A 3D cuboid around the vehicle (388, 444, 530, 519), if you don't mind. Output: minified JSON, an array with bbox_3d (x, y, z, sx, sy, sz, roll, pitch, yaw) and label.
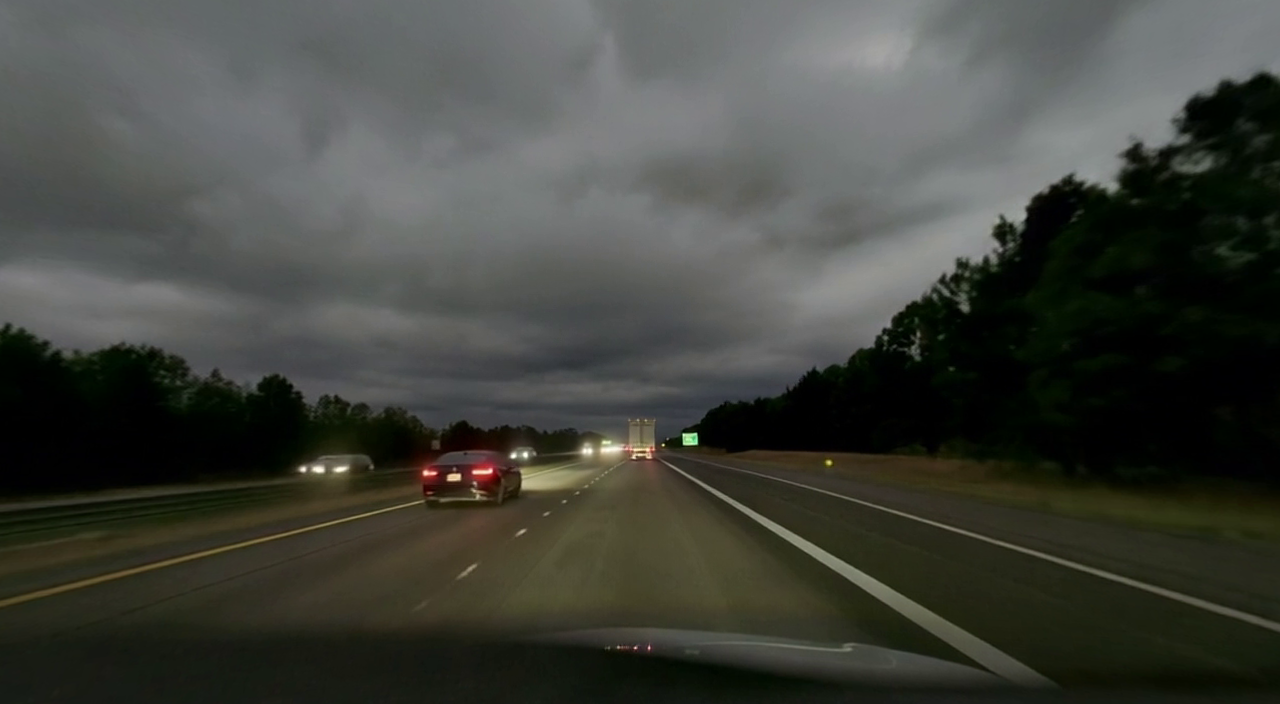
[{"bbox_3d":[-3.918,2.875,14.489,1.955,1.438,4.100,-1,-9,1],"label":"vehicle"}]

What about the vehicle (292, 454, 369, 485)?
[{"bbox_3d":[-16.587,6.301,34.110,1.847,1.470,4.497,-1,-9,1],"label":"vehicle"}]
